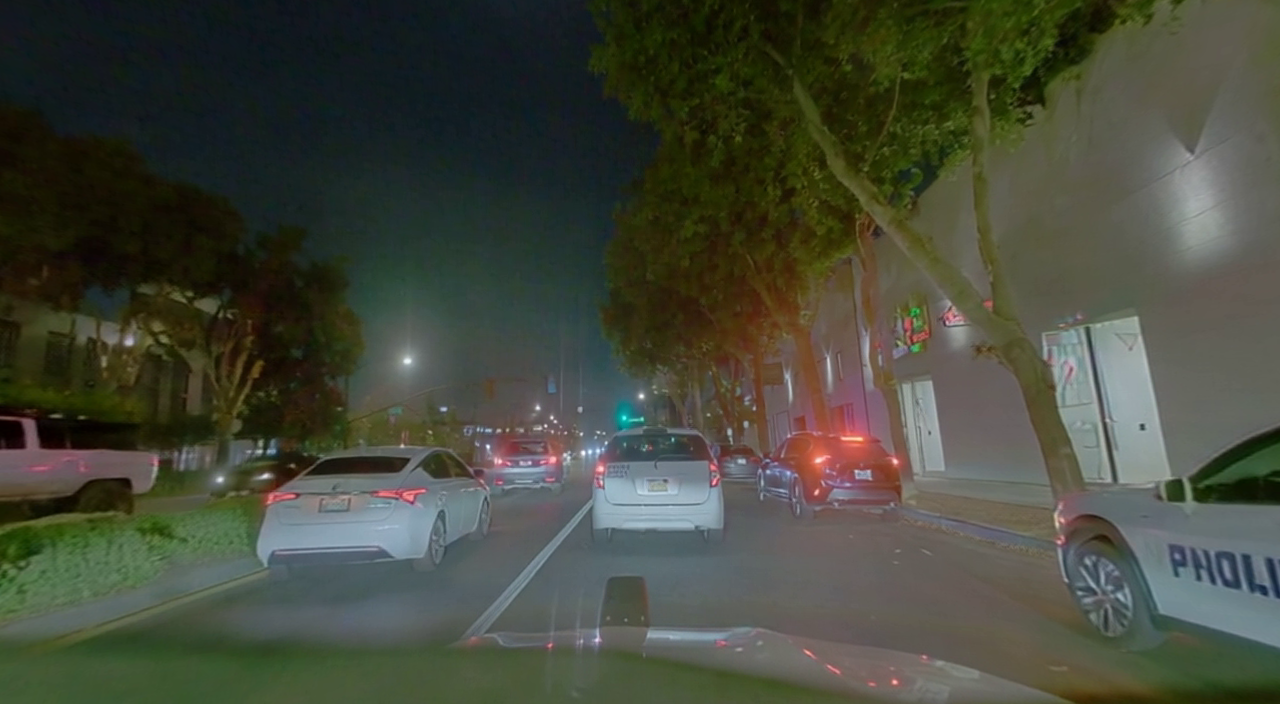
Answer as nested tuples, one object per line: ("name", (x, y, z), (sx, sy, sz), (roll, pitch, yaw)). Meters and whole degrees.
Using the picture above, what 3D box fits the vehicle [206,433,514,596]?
("vehicle", (-2.987, 1.806, 7.941), (1.908, 1.474, 4.257), (0, -9, 0))

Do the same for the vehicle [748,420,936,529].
("vehicle", (4.048, 2.586, 13.989), (2.038, 1.865, 5.786), (1, -9, -3))

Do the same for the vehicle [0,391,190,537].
("vehicle", (-14.434, 2.396, 13.570), (2.646, 2.977, 9.228), (-1, -7, 1))

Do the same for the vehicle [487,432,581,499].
("vehicle", (-3.099, 3.446, 19.549), (2.135, 1.806, 4.514), (0, -9, 0))

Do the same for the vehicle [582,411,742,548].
("vehicle", (0.282, 1.968, 10.276), (2.075, 1.770, 4.018), (0, -9, 0))

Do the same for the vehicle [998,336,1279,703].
("vehicle", (4.049, 0.841, 2.724), (1.987, 1.877, 5.330), (0, -9, 2))
